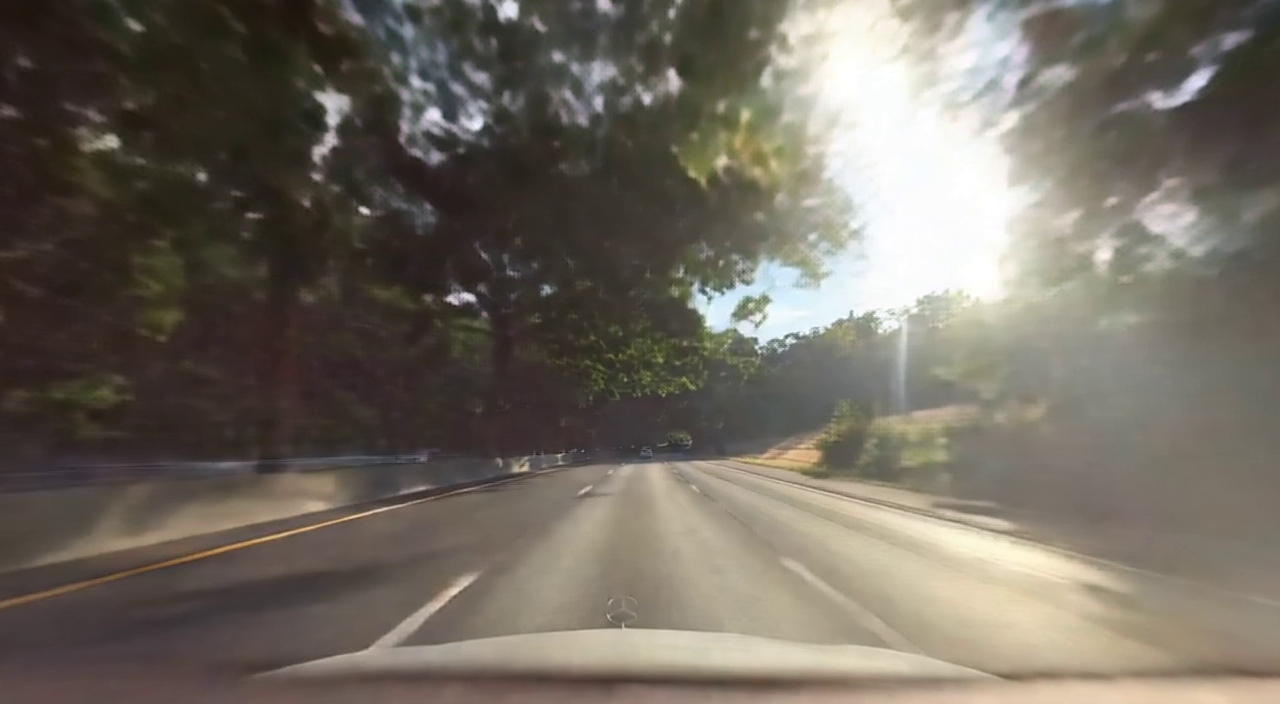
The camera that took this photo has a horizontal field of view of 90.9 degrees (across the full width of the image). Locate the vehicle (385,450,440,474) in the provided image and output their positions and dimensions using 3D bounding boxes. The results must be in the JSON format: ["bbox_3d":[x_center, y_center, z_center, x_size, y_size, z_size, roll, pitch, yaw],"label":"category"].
[{"bbox_3d":[-15.305,7.407,42.680,1.831,1.502,4.883,0,-9,1],"label":"vehicle"}]
